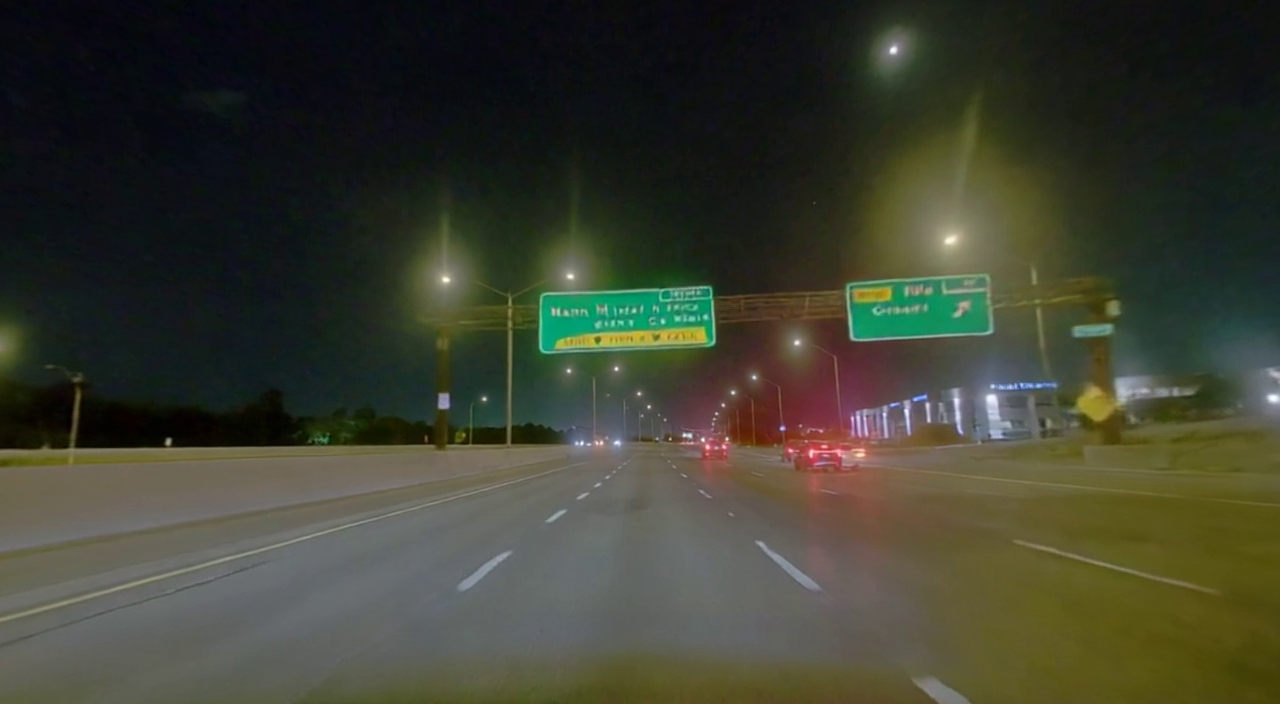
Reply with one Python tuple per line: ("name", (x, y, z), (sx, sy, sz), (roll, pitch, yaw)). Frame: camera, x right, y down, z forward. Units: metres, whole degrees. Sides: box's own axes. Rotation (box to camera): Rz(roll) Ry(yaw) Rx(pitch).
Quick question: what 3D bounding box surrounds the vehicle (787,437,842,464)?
("vehicle", (10.496, 5.951, 38.348), (2.000, 1.514, 4.585), (0, -8, 0))
